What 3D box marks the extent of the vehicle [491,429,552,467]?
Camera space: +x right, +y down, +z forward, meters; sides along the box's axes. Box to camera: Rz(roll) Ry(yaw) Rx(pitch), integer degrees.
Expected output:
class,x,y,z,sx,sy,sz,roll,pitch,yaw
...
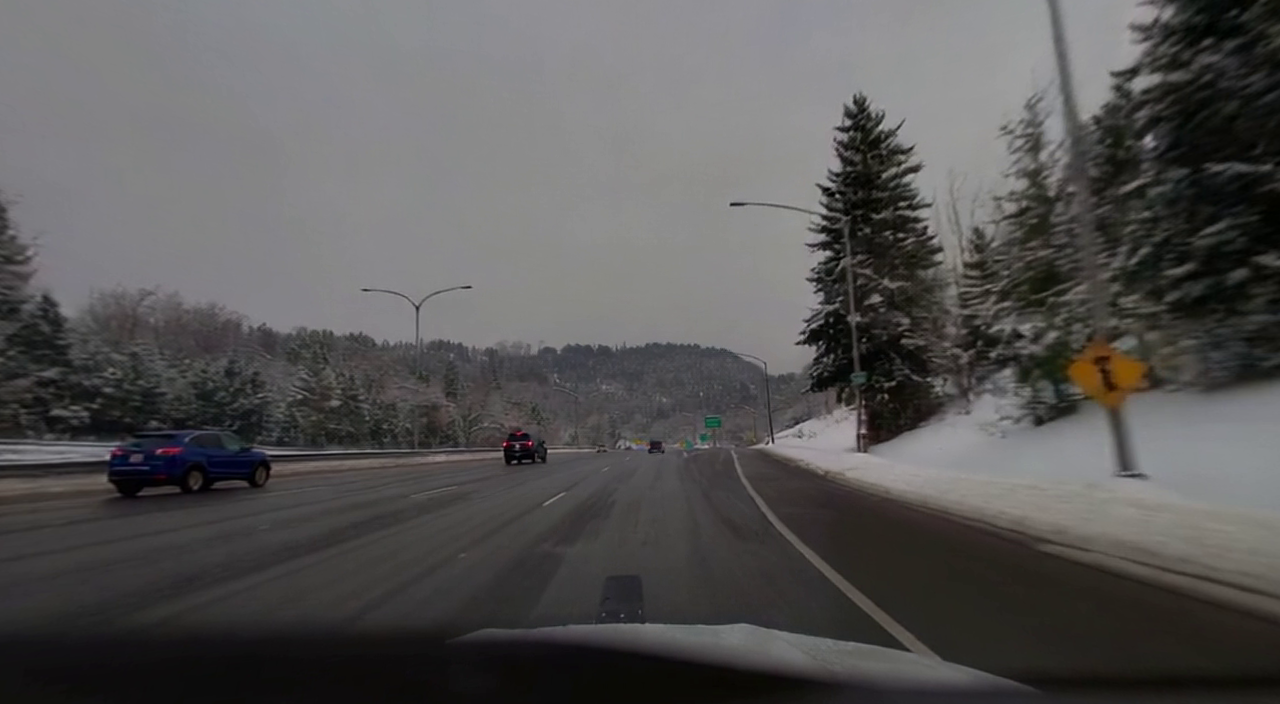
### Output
class,x,y,z,sx,sy,sz,roll,pitch,yaw
vehicle,-6.369,5.266,34.554,2.219,1.947,4.924,0,-9,2

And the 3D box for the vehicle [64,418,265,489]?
class,x,y,z,sx,sy,sz,roll,pitch,yaw
vehicle,-13.766,2.998,18.773,2.079,1.822,4.893,0,-9,1
